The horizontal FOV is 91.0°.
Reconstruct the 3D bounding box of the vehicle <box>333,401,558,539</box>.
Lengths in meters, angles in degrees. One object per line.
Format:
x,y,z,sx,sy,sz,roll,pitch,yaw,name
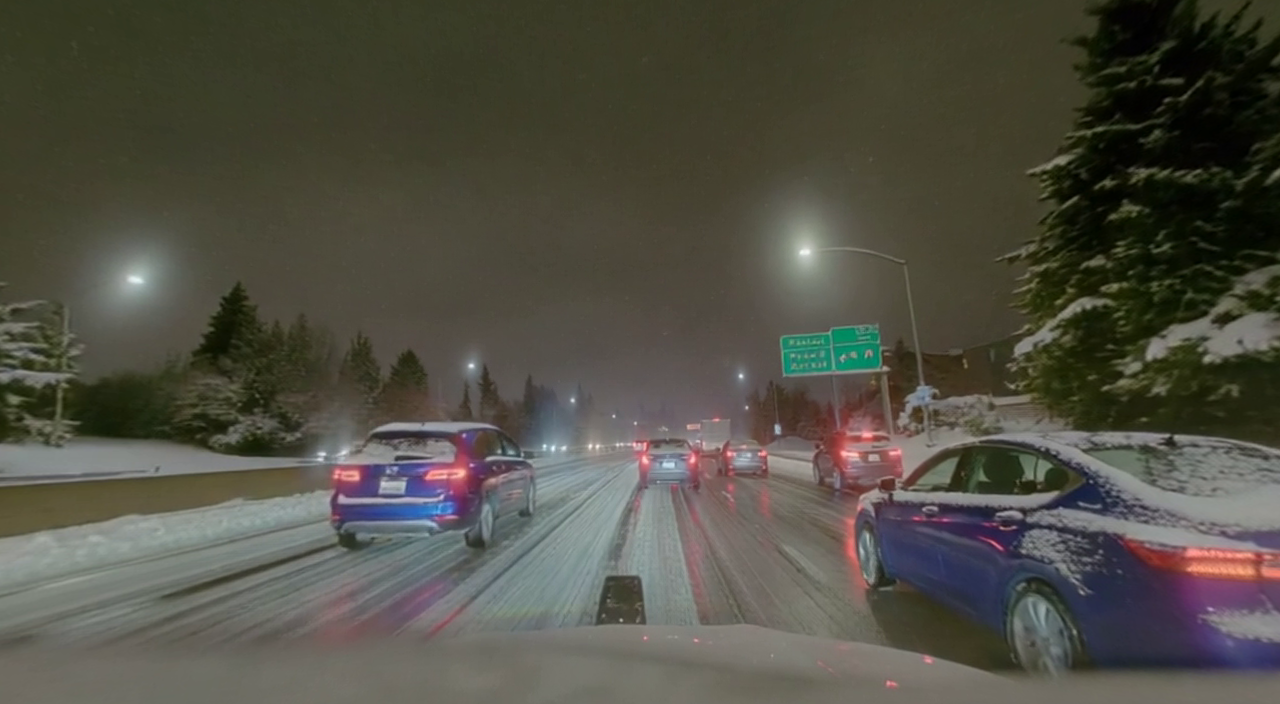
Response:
-3.155,2.110,11.785,2.434,1.965,5.305,0,-9,1,vehicle

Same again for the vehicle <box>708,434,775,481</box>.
3.905,4.167,25.004,2.076,1.684,4.241,0,-9,2,vehicle

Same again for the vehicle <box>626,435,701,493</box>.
0.697,3.433,19.563,2.074,1.614,3.803,0,-9,1,vehicle

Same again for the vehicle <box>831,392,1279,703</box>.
3.025,1.218,4.277,2.009,1.489,4.559,0,-9,0,vehicle
